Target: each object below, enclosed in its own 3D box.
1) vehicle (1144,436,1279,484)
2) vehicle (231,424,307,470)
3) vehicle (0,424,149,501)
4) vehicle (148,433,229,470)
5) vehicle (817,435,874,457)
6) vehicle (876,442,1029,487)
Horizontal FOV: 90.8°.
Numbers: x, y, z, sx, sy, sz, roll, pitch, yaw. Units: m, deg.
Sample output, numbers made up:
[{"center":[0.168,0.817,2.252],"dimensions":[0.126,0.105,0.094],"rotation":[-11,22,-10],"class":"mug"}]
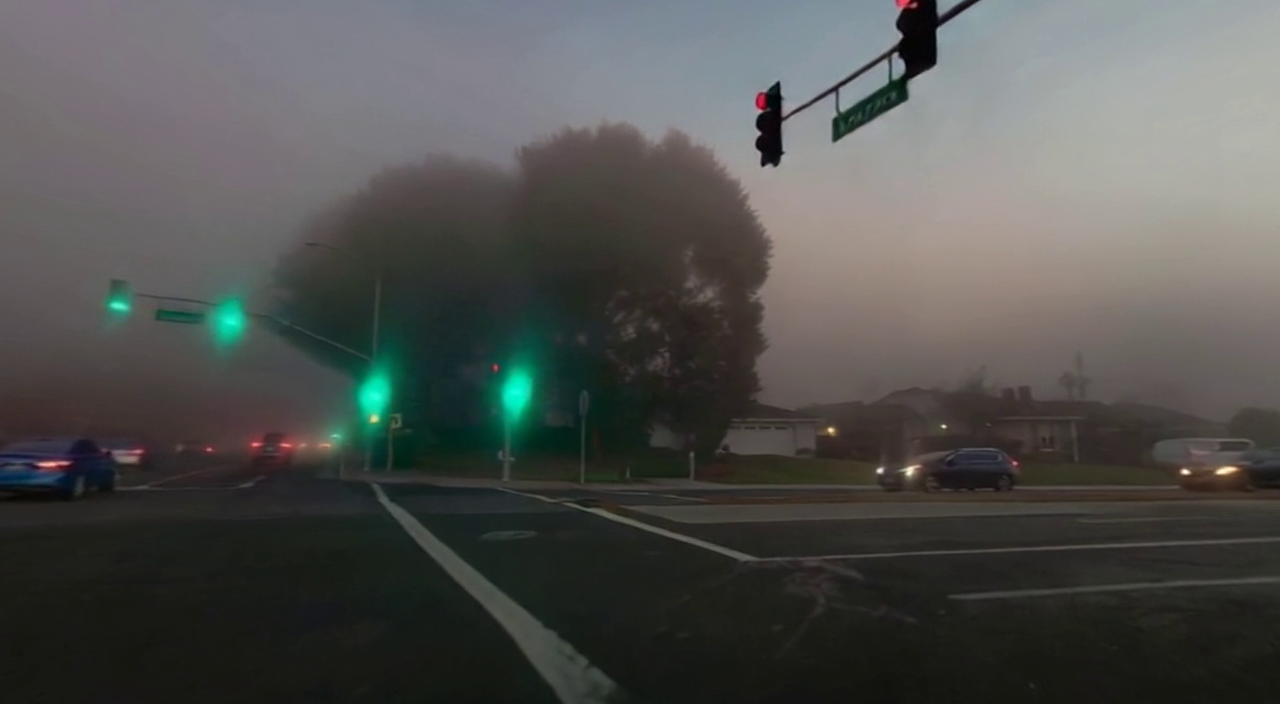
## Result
[{"center":[22.895,4.178,24.678],"dimensions":[5.372,1.714,1.966],"rotation":[2,-9,-13],"class":"vehicle"},{"center":[-16.815,4.331,28.880],"dimensions":[2.396,1.881,4.606],"rotation":[4,-9,-24],"class":"vehicle"},{"center":[-13.303,2.479,14.548],"dimensions":[1.977,1.488,4.741],"rotation":[4,-9,-24],"class":"vehicle"},{"center":[-19.630,4.333,27.693],"dimensions":[1.934,1.459,4.368],"rotation":[4,-9,-23],"class":"vehicle"},{"center":[14.794,6.775,45.683],"dimensions":[1.905,1.483,4.322],"rotation":[0,-8,-13],"class":"vehicle"},{"center":[10.574,3.797,21.539],"dimensions":[4.353,1.431,1.876],"rotation":[2,-9,-11],"class":"vehicle"}]
